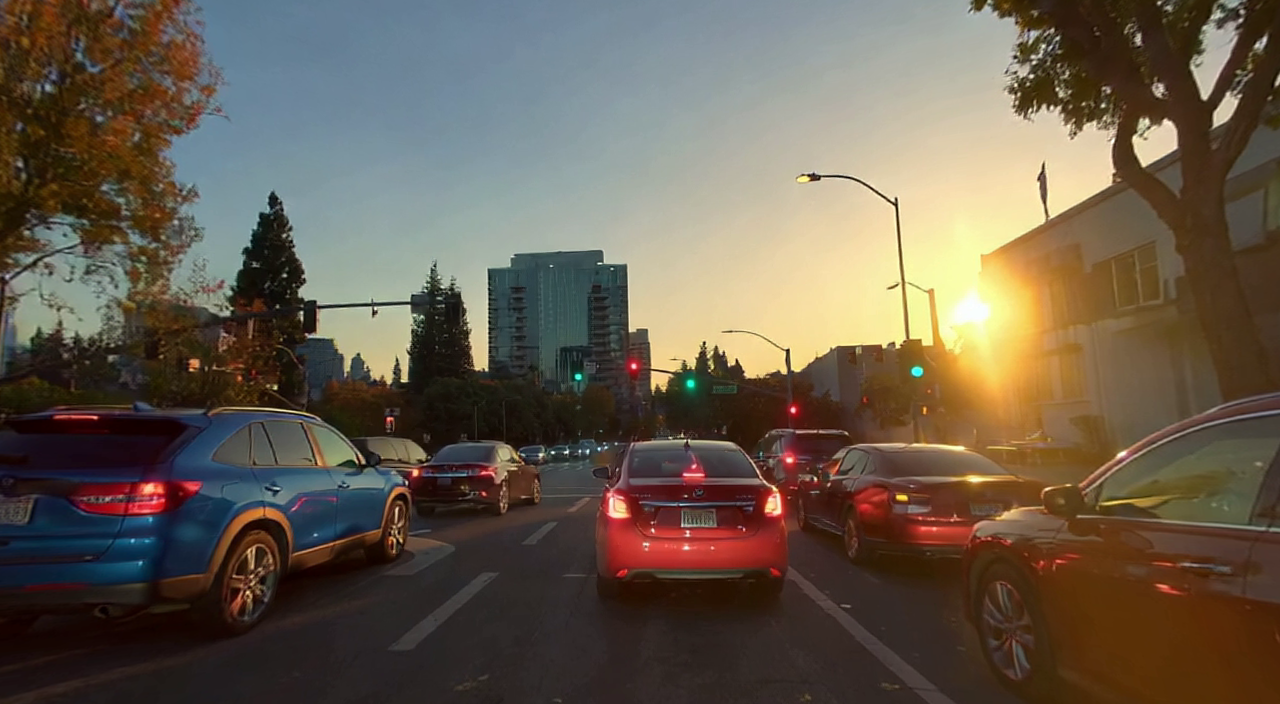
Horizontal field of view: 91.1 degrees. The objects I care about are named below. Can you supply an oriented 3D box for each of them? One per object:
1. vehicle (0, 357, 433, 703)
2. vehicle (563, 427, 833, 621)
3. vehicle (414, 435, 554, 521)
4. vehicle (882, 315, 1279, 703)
[{"bbox_3d":[-3.469,1.217,5.285,1.889,1.767,4.289,0,-8,1],"label":"vehicle"},{"bbox_3d":[0.440,1.603,6.809,2.051,1.460,3.932,0,-8,0],"label":"vehicle"},{"bbox_3d":[-3.075,2.562,13.326,1.868,1.516,4.114,0,-8,1],"label":"vehicle"},{"bbox_3d":[3.015,0.915,3.048,1.880,1.747,4.500,0,-8,0],"label":"vehicle"}]
